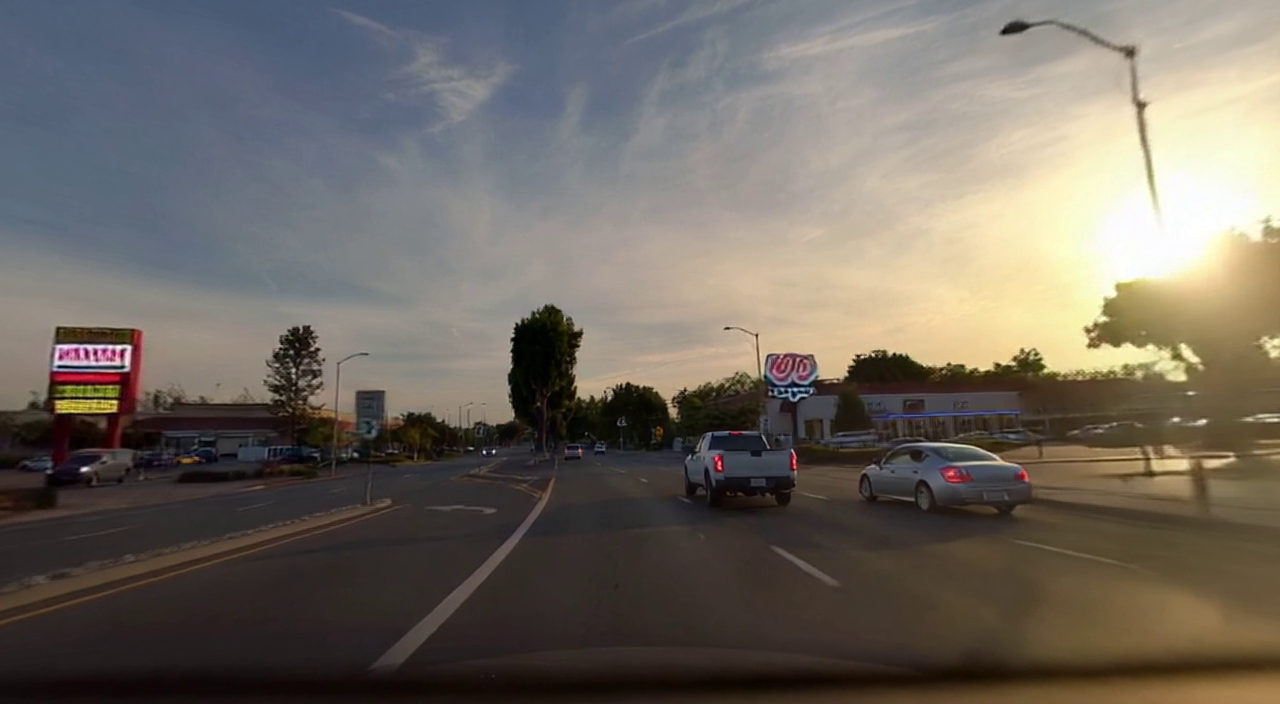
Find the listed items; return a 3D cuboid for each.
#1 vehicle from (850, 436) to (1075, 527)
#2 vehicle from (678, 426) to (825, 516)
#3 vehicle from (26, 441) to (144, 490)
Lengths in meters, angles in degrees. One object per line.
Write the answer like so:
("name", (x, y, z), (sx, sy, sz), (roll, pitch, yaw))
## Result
("vehicle", (6.081, 2.465, 12.648), (1.986, 1.480, 4.296), (1, -8, -4))
("vehicle", (2.352, 2.713, 14.962), (2.214, 1.749, 4.998), (1, -9, -4))
("vehicle", (-32.465, 6.607, 37.294), (2.217, 2.629, 5.839), (1, -9, -9))
